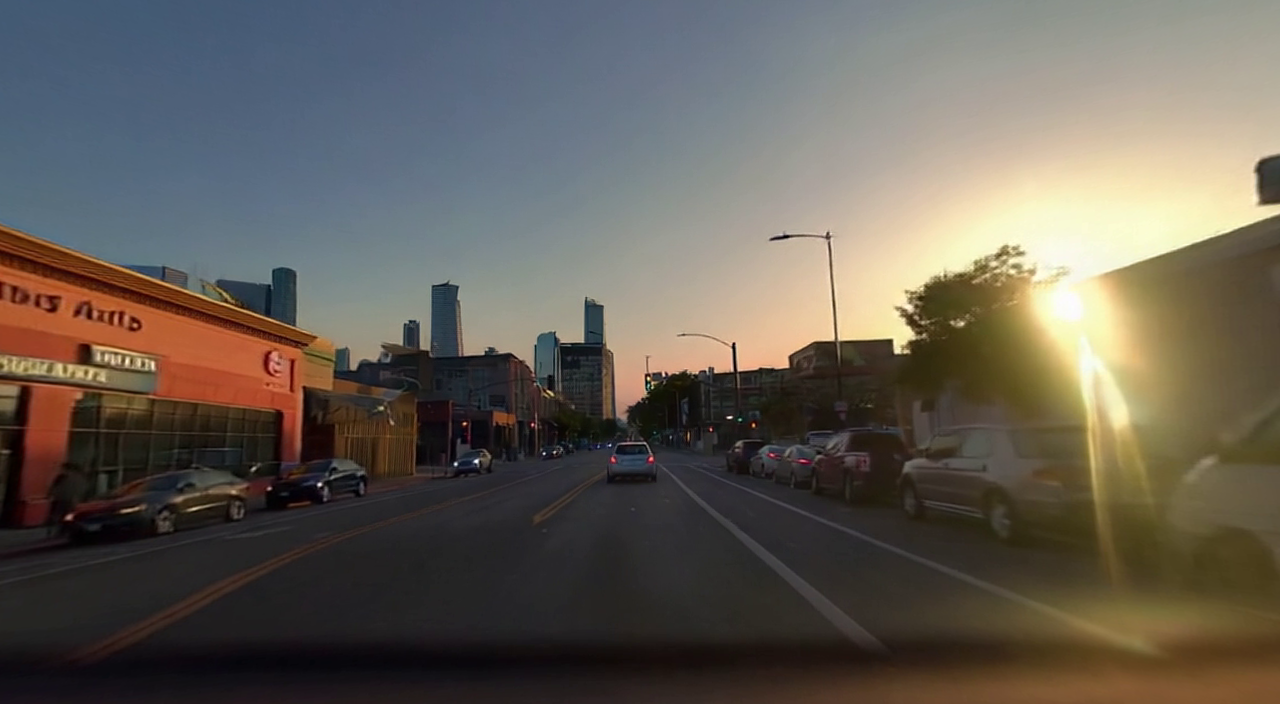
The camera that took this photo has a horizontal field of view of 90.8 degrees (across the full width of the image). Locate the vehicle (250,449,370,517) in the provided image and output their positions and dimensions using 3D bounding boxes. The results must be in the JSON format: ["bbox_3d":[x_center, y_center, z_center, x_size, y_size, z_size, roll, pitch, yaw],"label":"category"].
[{"bbox_3d":[-11.450,4.499,22.333,1.872,1.731,4.656,-4,-6,-2],"label":"vehicle"}]

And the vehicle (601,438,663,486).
[{"bbox_3d":[-0.305,4.030,23.539,2.086,1.575,4.205,0,-8,-1],"label":"vehicle"}]

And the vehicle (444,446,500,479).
[{"bbox_3d":[-11.420,7.503,43.475,2.240,2.052,5.872,0,-8,0],"label":"vehicle"}]

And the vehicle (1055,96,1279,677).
[{"bbox_3d":[5.422,-0.050,2.142,2.893,3.553,7.295,0,-8,0],"label":"vehicle"}]

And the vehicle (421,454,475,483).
[{"bbox_3d":[-11.224,6.813,37.254,1.868,1.502,4.626,0,-8,-2],"label":"vehicle"}]

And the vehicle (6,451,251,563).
[{"bbox_3d":[-11.259,3.339,14.404,2.055,1.685,4.370,-5,-5,-1],"label":"vehicle"}]

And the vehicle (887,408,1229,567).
[{"bbox_3d":[5.678,1.883,9.579,1.950,1.788,4.658,0,-8,0],"label":"vehicle"}]

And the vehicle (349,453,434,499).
[{"bbox_3d":[-11.232,5.594,28.929,1.920,1.498,4.591,-5,-6,1],"label":"vehicle"}]
